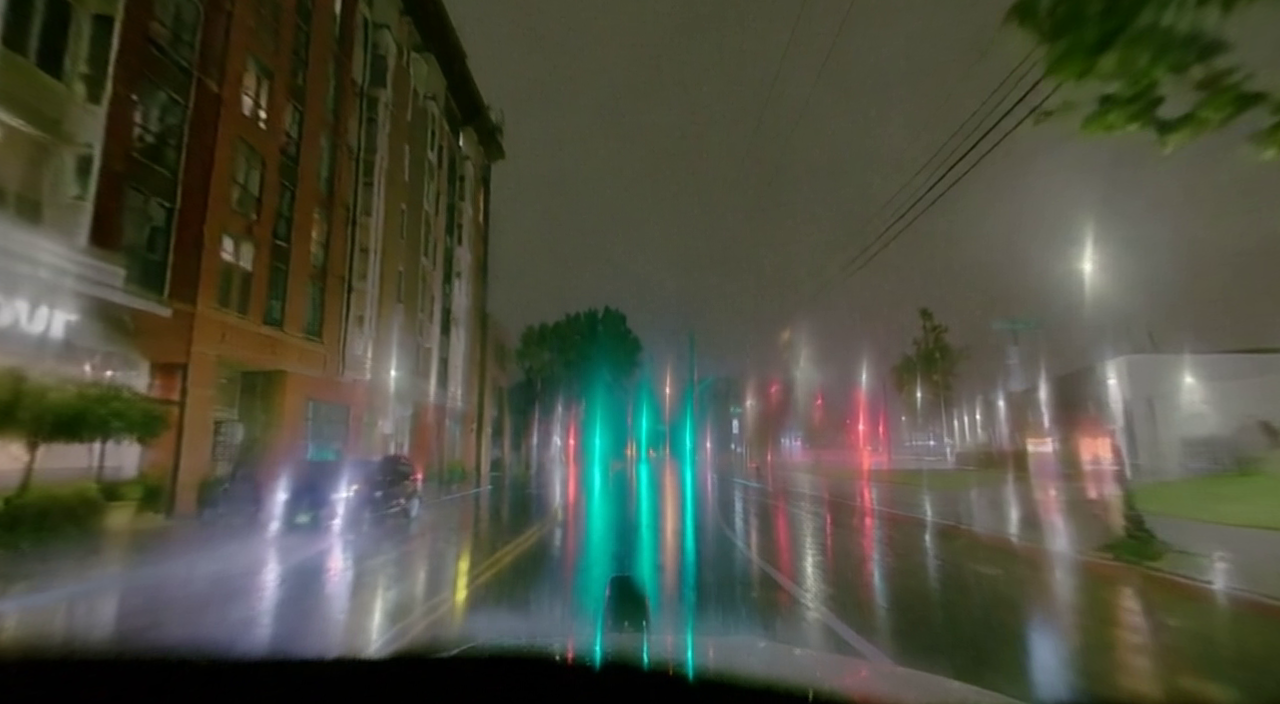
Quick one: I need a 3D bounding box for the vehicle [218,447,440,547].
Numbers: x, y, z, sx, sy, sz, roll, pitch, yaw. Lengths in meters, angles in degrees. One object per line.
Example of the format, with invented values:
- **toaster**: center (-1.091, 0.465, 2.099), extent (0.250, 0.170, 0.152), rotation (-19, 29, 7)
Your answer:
- **vehicle**: center (-6.207, 2.899, 13.464), extent (2.147, 1.701, 4.879), rotation (0, -8, 1)
